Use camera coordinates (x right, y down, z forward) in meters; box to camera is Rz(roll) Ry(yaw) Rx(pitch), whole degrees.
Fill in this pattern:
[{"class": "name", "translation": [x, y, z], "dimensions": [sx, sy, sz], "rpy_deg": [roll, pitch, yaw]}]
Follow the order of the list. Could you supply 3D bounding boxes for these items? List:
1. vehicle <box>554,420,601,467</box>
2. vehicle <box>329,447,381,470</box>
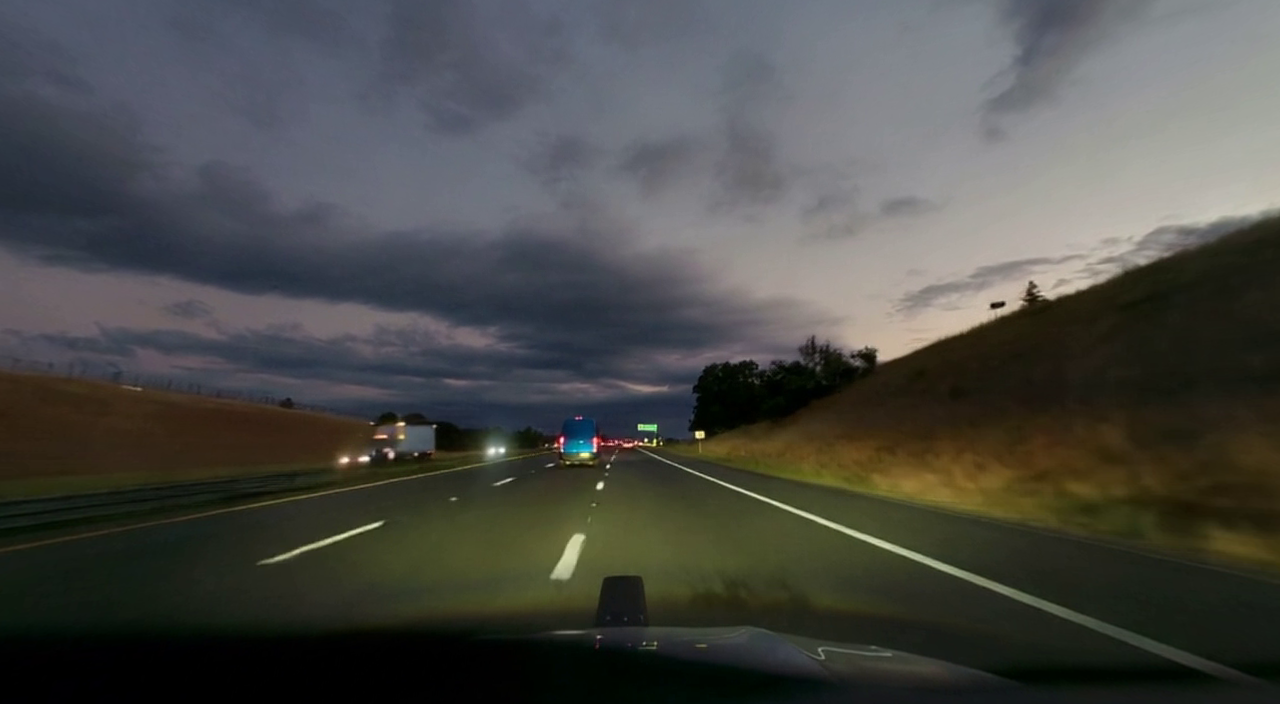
[{"class": "vehicle", "translation": [-3.527, 5.288, 36.318], "dimensions": [2.329, 2.483, 5.428], "rpy_deg": [0, -8, -2]}, {"class": "vehicle", "translation": [-20.023, 7.450, 44.354], "dimensions": [1.775, 1.489, 4.267], "rpy_deg": [0, -8, -2]}]
